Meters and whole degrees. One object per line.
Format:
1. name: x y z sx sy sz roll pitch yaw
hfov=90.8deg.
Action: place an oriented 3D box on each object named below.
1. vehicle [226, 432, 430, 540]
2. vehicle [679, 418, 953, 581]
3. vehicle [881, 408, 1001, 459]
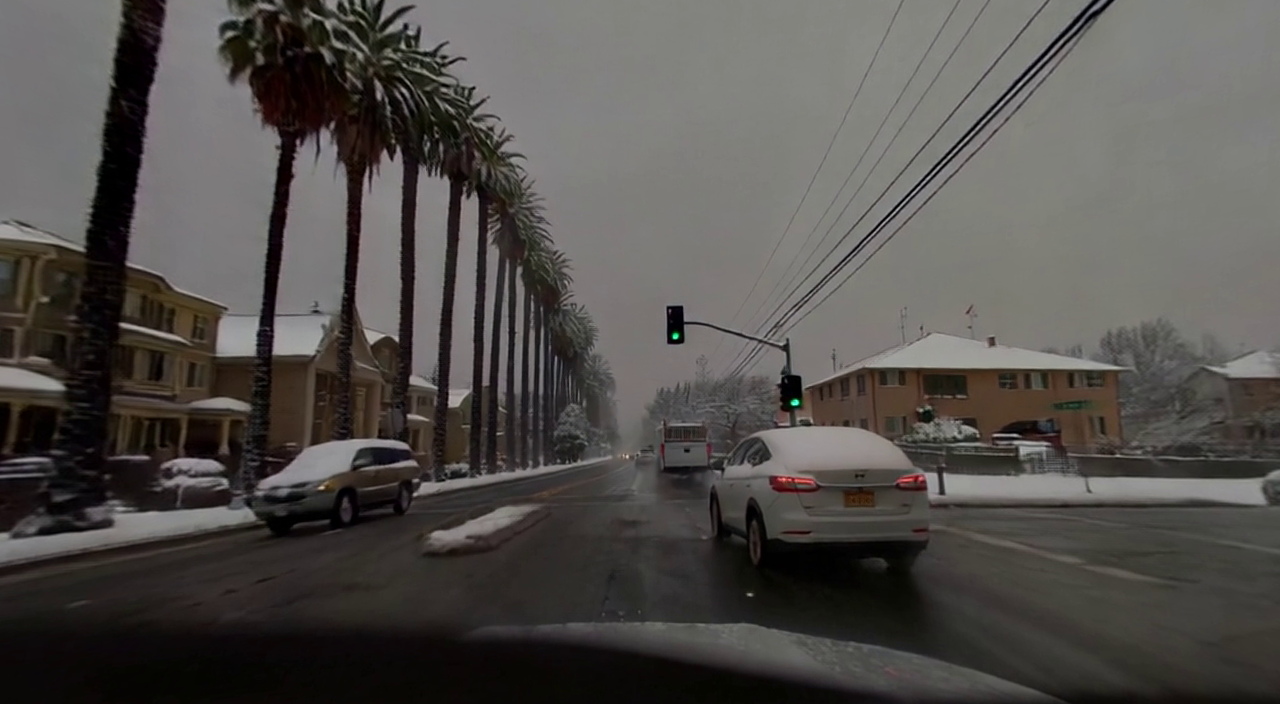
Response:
1. vehicle: -6.622 2.799 14.094 2.069 1.820 4.388 -3 -6 5
2. vehicle: 1.864 1.776 8.465 2.096 1.552 4.519 0 -9 -4
3. vehicle: 17.734 4.798 37.449 5.880 2.540 2.003 -4 -6 2
